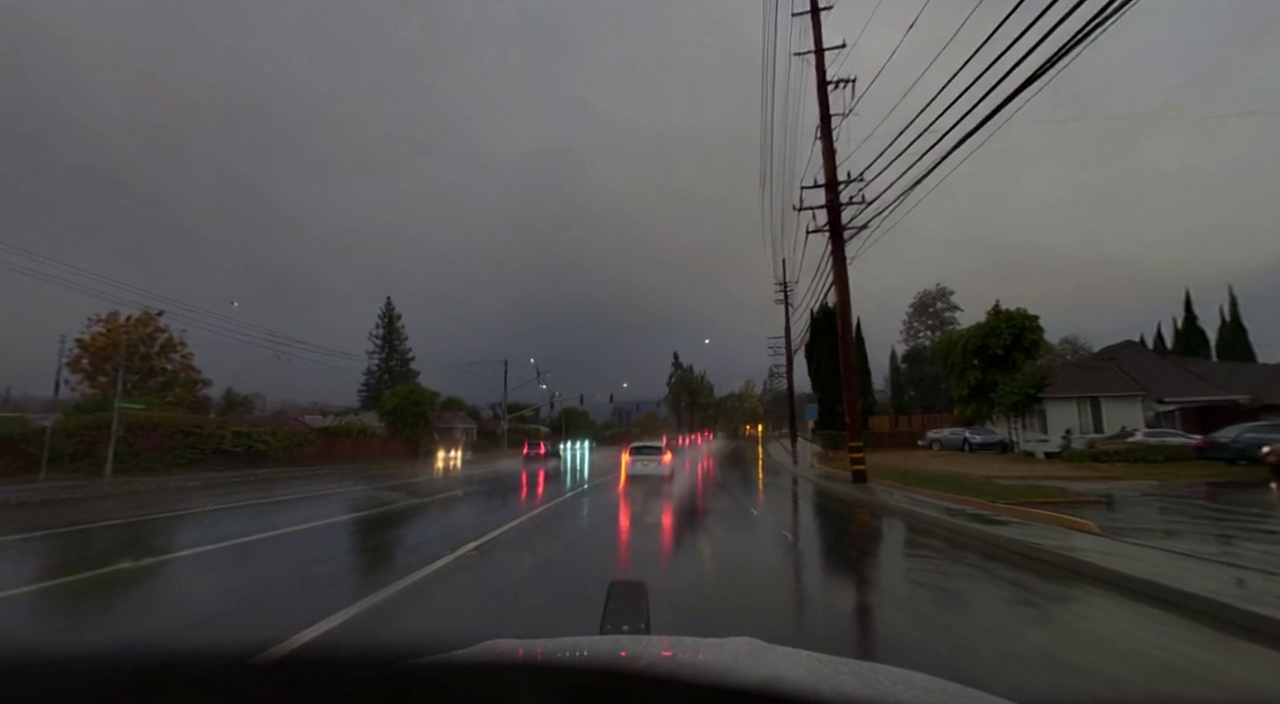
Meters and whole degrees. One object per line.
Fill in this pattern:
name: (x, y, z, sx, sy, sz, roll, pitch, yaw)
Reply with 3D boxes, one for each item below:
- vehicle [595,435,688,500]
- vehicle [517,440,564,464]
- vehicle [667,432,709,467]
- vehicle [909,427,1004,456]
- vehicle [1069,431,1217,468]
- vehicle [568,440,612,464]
vehicle: (0.176, 2.981, 16.559, 2.117, 1.474, 4.036, -1, -9, 5)
vehicle: (-6.585, 6.677, 42.159, 1.983, 1.485, 4.159, -1, -9, 7)
vehicle: (2.900, 5.768, 37.292, 2.158, 1.939, 4.935, -2, -9, 8)
vehicle: (19.412, 5.550, 38.857, 4.739, 1.708, 1.976, -2, -9, 8)
vehicle: (21.272, 4.163, 26.804, 4.497, 1.460, 1.851, -2, -10, 5)
vehicle: (-3.237, 6.567, 41.497, 1.928, 1.493, 4.289, -2, -9, 9)
